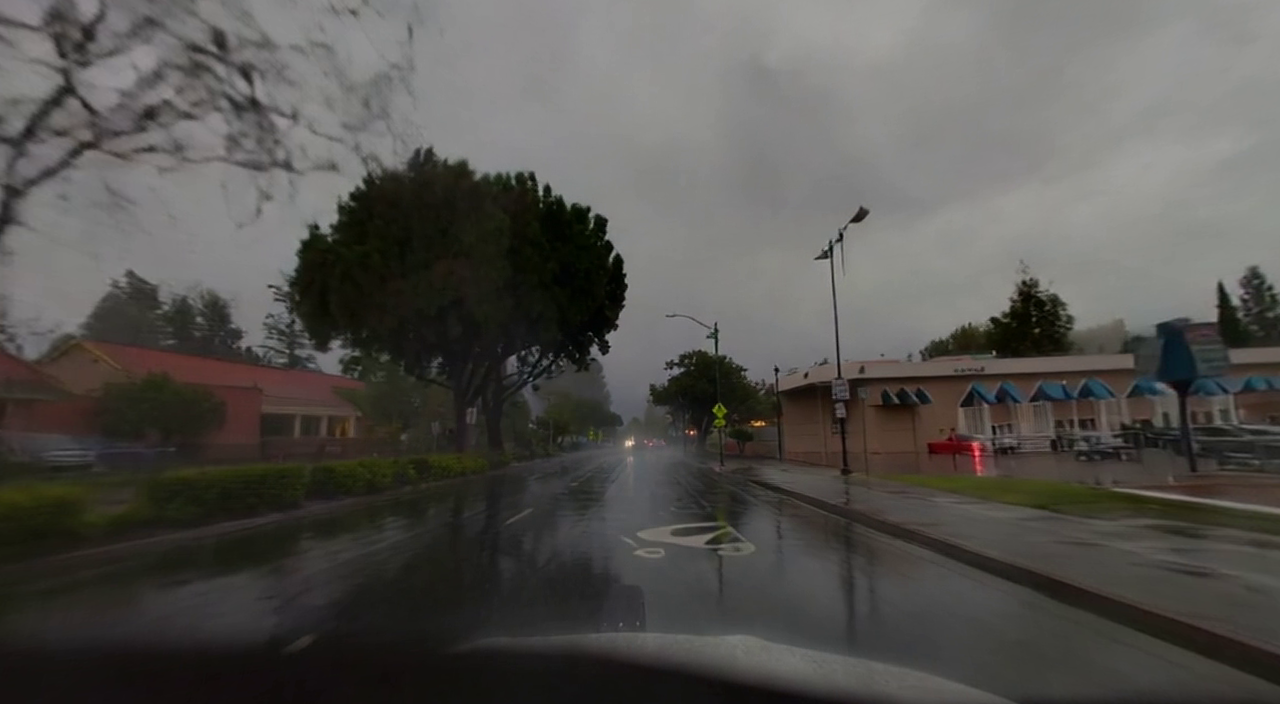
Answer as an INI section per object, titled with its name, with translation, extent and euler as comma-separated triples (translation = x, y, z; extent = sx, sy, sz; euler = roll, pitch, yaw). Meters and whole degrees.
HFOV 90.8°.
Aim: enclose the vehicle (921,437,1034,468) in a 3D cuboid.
[vehicle]
translation = 17.125, 5.086, 32.268
extent = 4.563, 1.457, 2.139
euler = -1, -7, 6
